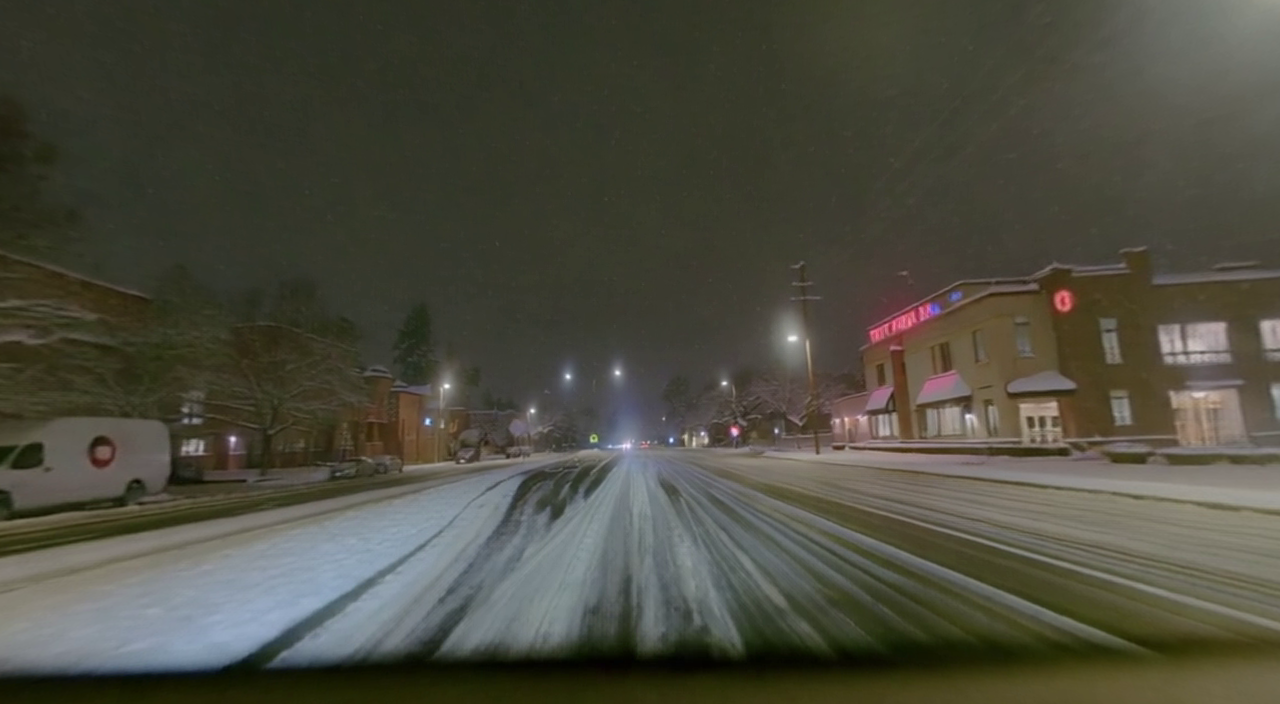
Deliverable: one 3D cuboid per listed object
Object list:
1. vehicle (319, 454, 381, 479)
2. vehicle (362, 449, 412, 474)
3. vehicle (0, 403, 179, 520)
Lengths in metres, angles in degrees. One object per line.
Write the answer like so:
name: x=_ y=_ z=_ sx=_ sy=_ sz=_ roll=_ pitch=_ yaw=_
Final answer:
vehicle: x=-19.194 y=7.549 z=42.035 sx=1.925 sy=1.485 sz=4.821 roll=0 pitch=-9 yaw=-1
vehicle: x=-19.297 y=8.342 z=48.400 sx=1.976 sy=1.766 sz=4.677 roll=0 pitch=-9 yaw=-1
vehicle: x=-19.270 y=3.549 z=20.809 sx=2.834 sy=3.225 sz=6.752 roll=-1 pitch=-9 yaw=2
